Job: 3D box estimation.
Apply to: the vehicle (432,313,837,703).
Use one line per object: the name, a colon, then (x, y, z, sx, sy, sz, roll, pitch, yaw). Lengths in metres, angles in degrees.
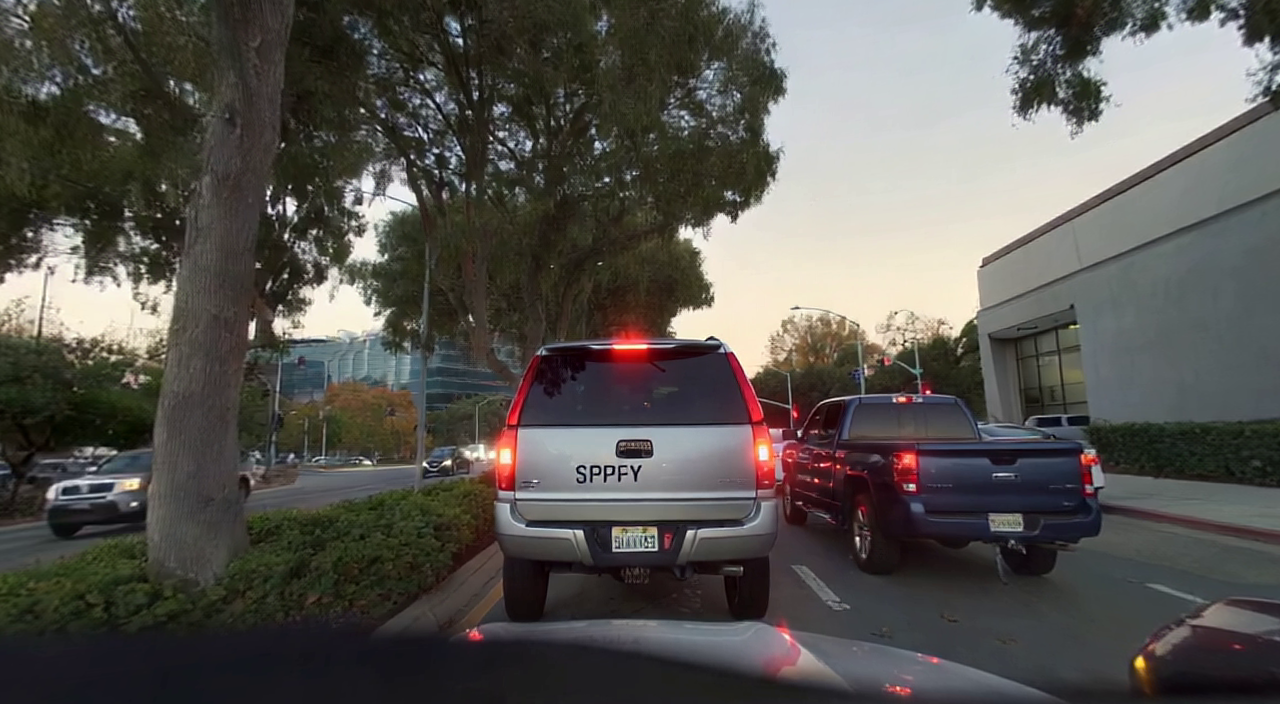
vehicle: (0.025, 1.264, 5.832, 2.267, 2.372, 4.366, 0, -8, 2)

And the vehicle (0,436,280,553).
vehicle: (-11.591, 3.250, 15.469, 2.362, 2.052, 6.109, -4, -8, -4)

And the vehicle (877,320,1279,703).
vehicle: (3.086, 0.985, 3.470, 2.022, 1.700, 4.410, 0, -8, 3)
